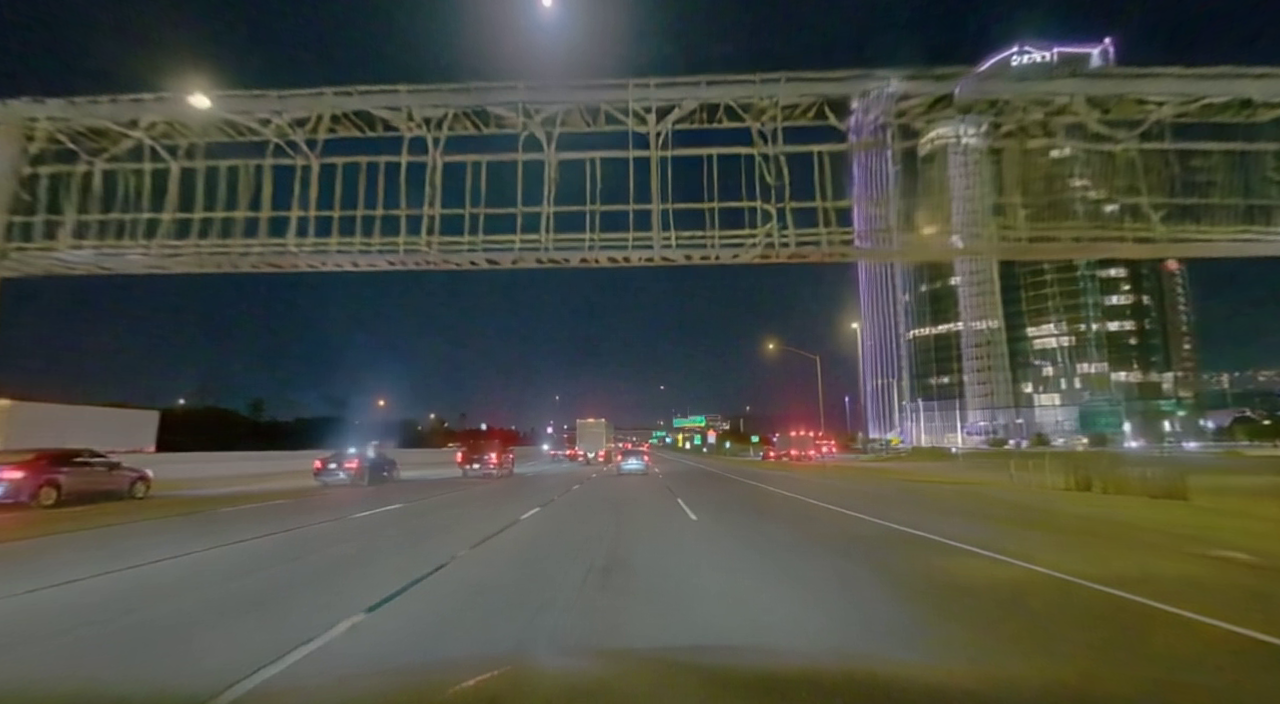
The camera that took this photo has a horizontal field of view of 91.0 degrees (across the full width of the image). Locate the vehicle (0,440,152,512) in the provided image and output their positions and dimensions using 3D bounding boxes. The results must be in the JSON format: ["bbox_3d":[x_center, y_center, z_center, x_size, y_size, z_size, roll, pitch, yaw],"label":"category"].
[{"bbox_3d":[-14.392,2.845,14.823,1.948,1.483,4.814,0,-9,0],"label":"vehicle"}]

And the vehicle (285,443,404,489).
[{"bbox_3d":[-10.592,4.099,23.064,1.987,1.495,4.710,0,-9,1],"label":"vehicle"}]

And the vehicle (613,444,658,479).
[{"bbox_3d":[-0.205,5.134,29.744,1.991,1.488,3.922,0,-9,0],"label":"vehicle"}]

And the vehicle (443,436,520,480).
[{"bbox_3d":[-7.057,4.793,28.693,2.190,1.821,4.800,0,-9,1],"label":"vehicle"}]

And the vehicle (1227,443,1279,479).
[{"bbox_3d":[28.908,4.933,28.713,2.059,1.507,4.352,-5,-10,30],"label":"vehicle"}]

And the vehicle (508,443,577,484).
[{"bbox_3d":[-3.838,4.483,25.564,2.016,1.497,4.235,0,-9,1],"label":"vehicle"}]

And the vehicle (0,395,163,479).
[{"bbox_3d":[-30.131,4.357,31.833,2.988,3.703,11.460,0,-9,0],"label":"vehicle"}]
